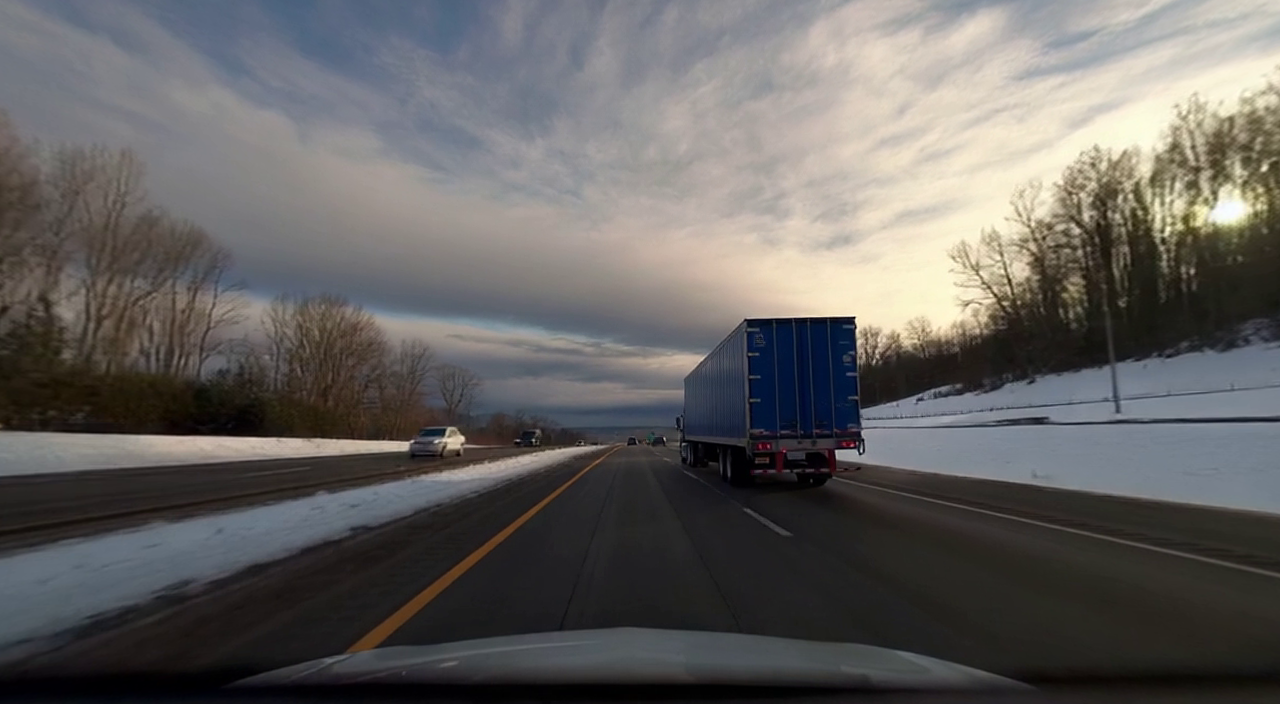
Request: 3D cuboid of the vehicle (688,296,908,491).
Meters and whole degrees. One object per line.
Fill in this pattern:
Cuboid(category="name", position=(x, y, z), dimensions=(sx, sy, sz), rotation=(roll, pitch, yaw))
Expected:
Cuboid(category="vehicle", position=(4.064, 2.014, 22.247), dimensions=(3.203, 4.273, 17.131), rotation=(0, -8, -1))
